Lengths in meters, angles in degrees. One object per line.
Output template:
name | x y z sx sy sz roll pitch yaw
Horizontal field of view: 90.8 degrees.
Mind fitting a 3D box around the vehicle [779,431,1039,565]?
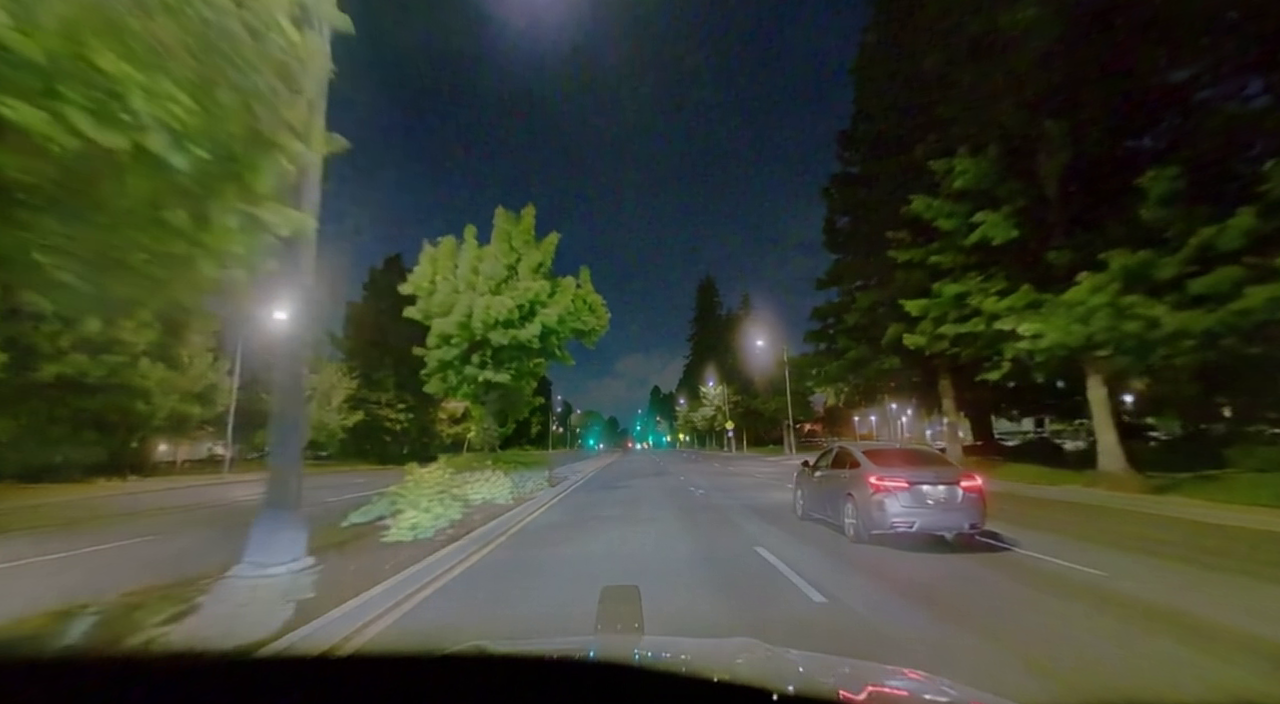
vehicle | 3.409 1.906 9.017 1.852 1.453 4.083 0 -8 -1
